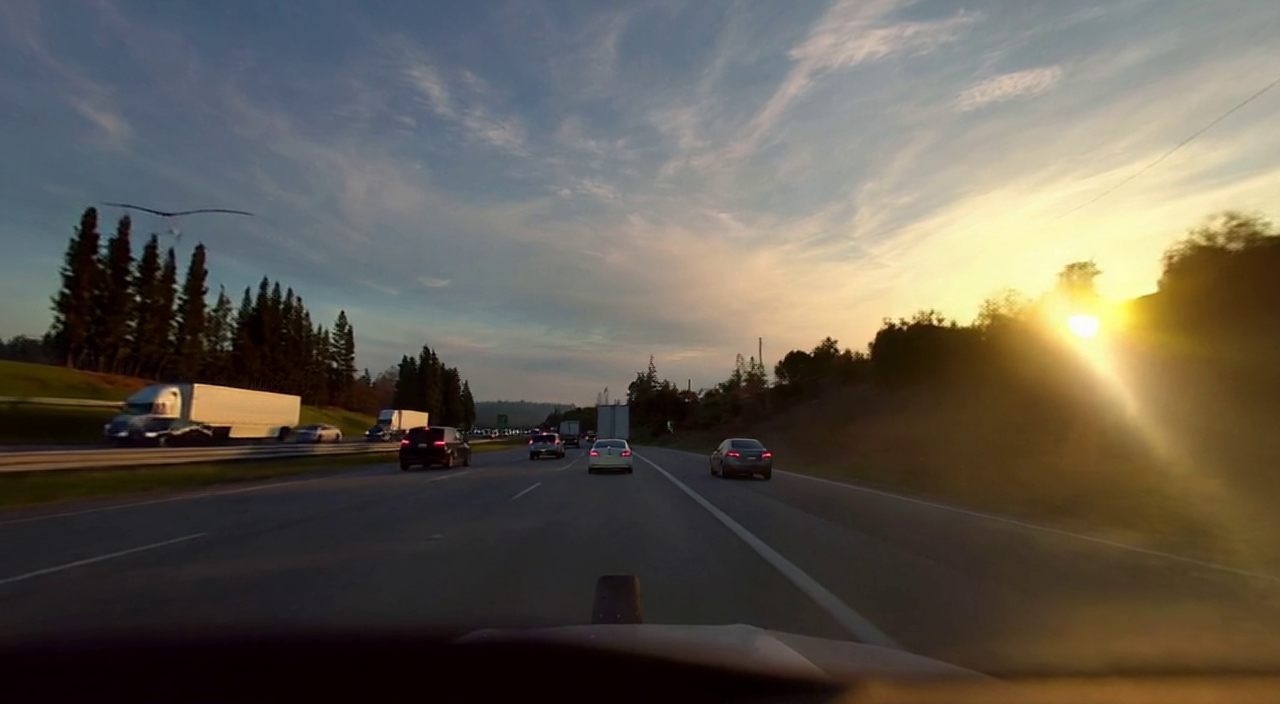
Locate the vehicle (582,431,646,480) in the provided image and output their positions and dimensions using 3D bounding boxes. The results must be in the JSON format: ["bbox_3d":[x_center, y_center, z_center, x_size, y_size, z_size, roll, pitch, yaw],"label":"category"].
[{"bbox_3d":[-0.872,3.463,21.341,1.980,1.478,3.758,0,-8,-2],"label":"vehicle"}]

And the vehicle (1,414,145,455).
[{"bbox_3d":[-23.387,3.439,26.204,2.068,1.563,4.337,0,-8,-3],"label":"vehicle"}]

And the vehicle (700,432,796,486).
[{"bbox_3d":[3.229,3.295,19.785,1.981,1.474,4.396,0,-8,-4],"label":"vehicle"}]

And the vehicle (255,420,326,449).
[{"bbox_3d":[-20.148,4.770,36.435,1.831,1.575,4.218,0,-8,-3],"label":"vehicle"}]

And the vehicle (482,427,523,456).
[{"bbox_3d":[-9.428,6.178,43.444,1.992,1.838,4.493,0,-8,-2],"label":"vehicle"}]

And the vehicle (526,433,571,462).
[{"bbox_3d":[-5.060,5.331,35.325,2.046,1.493,4.384,0,-8,-2],"label":"vehicle"}]

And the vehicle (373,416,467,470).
[{"bbox_3d":[-8.652,3.620,25.206,2.158,1.943,4.662,0,-8,-1],"label":"vehicle"}]

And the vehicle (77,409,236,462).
[{"bbox_3d":[-15.493,2.730,20.487,1.977,1.542,4.157,0,-8,-2],"label":"vehicle"}]
